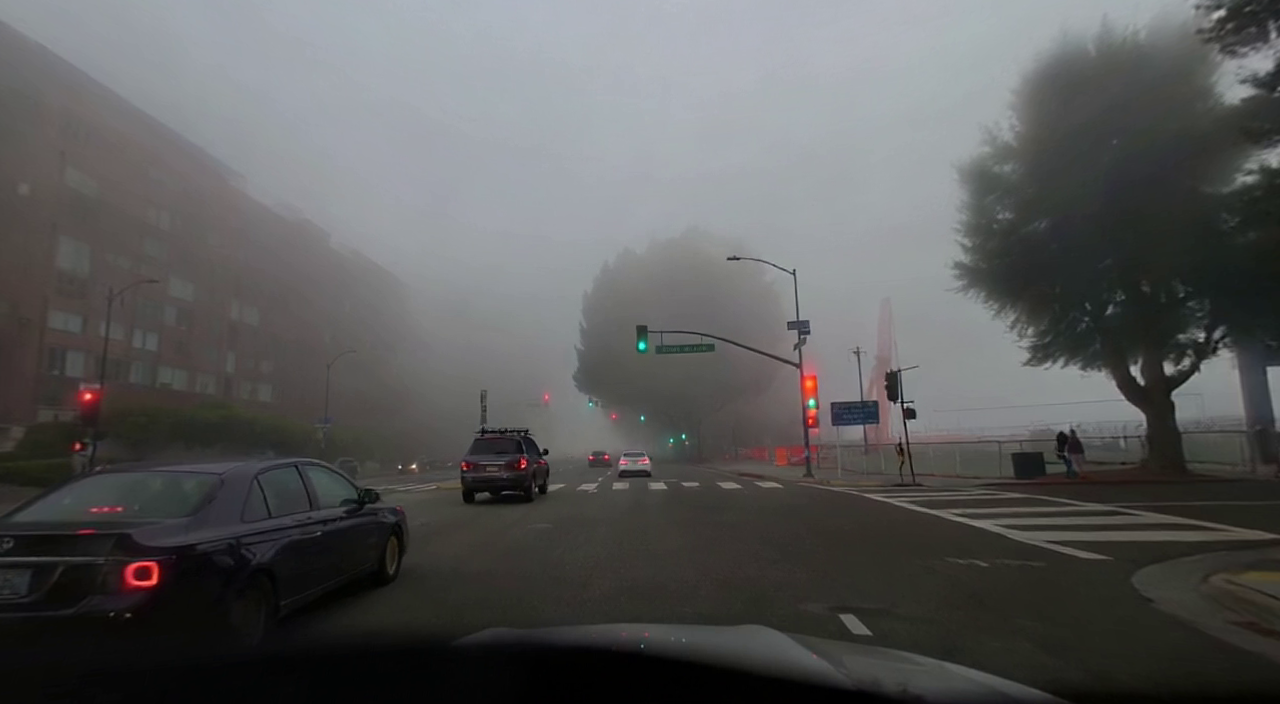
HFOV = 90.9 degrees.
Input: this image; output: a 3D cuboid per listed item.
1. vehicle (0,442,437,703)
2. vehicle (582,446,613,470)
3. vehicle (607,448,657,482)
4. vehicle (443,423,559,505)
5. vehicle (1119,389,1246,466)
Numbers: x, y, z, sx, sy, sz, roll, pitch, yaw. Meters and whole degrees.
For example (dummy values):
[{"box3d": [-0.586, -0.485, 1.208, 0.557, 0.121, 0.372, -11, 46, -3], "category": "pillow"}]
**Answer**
[{"box3d": [-3.450, 1.492, 5.336, 1.959, 1.406, 4.527, 0, -9, 0], "category": "vehicle"}, {"box3d": [-3.151, 7.980, 47.570, 2.047, 1.664, 4.148, 0, -9, 1], "category": "vehicle"}, {"box3d": [-0.363, 5.180, 29.172, 2.171, 1.422, 4.146, 0, -9, -1], "category": "vehicle"}, {"box3d": [-3.822, 3.188, 18.368, 2.240, 2.054, 4.662, 0, -9, 1], "category": "vehicle"}, {"box3d": [32.852, 4.689, 38.719, 3.103, 4.140, 8.643, -4, -9, 23], "category": "vehicle"}]
